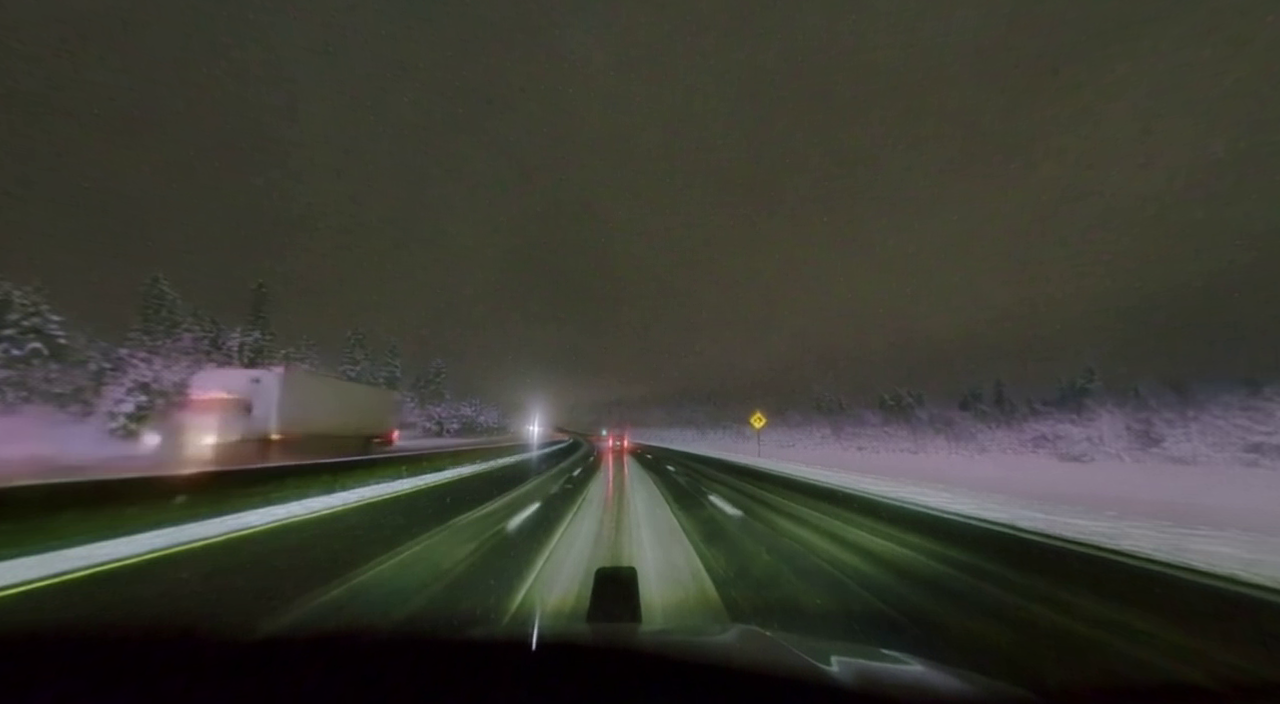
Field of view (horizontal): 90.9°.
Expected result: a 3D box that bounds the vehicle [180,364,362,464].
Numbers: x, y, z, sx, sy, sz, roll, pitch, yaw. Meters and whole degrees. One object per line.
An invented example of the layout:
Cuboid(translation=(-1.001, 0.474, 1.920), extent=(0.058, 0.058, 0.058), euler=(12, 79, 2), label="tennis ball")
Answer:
Cuboid(translation=(-17.048, 3.140, 30.416), extent=(2.914, 4.000, 10.062), euler=(0, -8, -2), label="vehicle")
